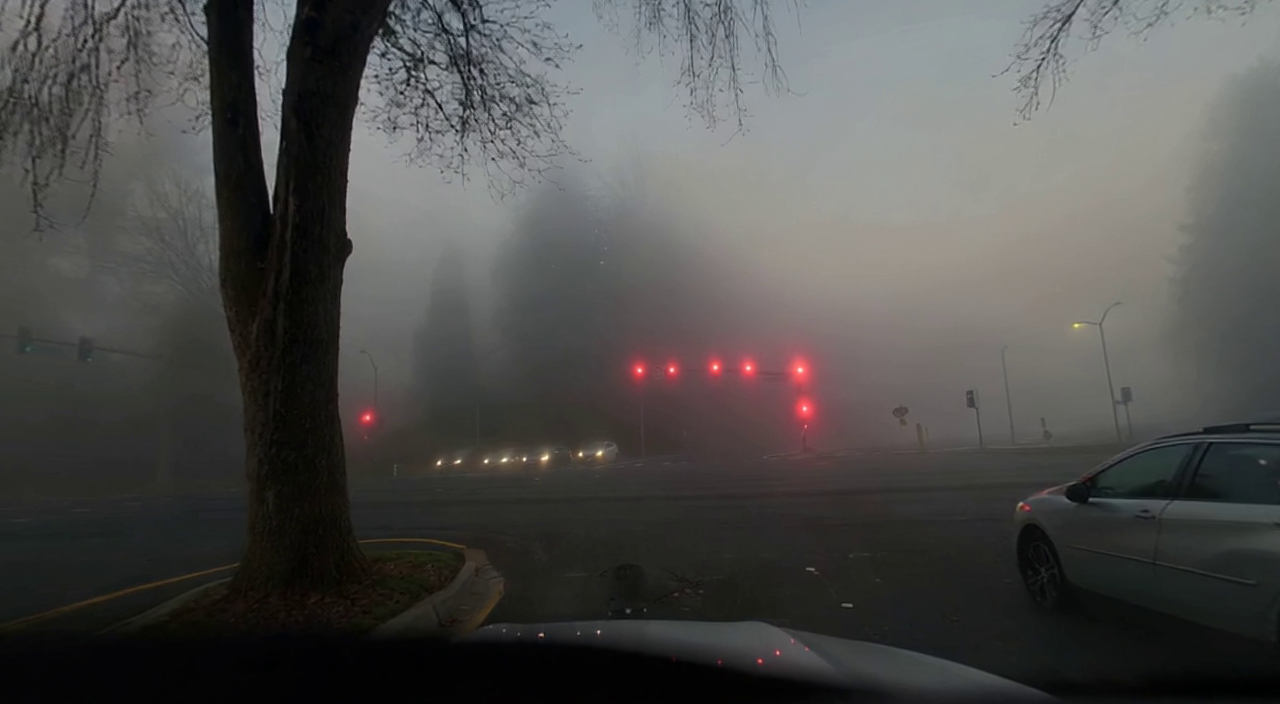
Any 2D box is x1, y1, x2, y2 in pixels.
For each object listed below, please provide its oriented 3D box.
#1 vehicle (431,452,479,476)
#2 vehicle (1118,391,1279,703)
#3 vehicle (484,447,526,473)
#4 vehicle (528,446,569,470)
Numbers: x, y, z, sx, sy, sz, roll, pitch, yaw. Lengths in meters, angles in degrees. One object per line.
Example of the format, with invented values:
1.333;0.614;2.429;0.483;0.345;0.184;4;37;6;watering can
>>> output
-13.405;8.120;45.984;2.101;1.637;4.304;0;-9;2;vehicle
3.060;0.616;0.416;1.978;1.468;4.544;0;-9;1;vehicle
-9.777;7.842;45.963;2.064;1.725;4.243;0;-9;1;vehicle
-6.552;7.603;45.491;2.126;1.657;4.307;-1;-9;3;vehicle
